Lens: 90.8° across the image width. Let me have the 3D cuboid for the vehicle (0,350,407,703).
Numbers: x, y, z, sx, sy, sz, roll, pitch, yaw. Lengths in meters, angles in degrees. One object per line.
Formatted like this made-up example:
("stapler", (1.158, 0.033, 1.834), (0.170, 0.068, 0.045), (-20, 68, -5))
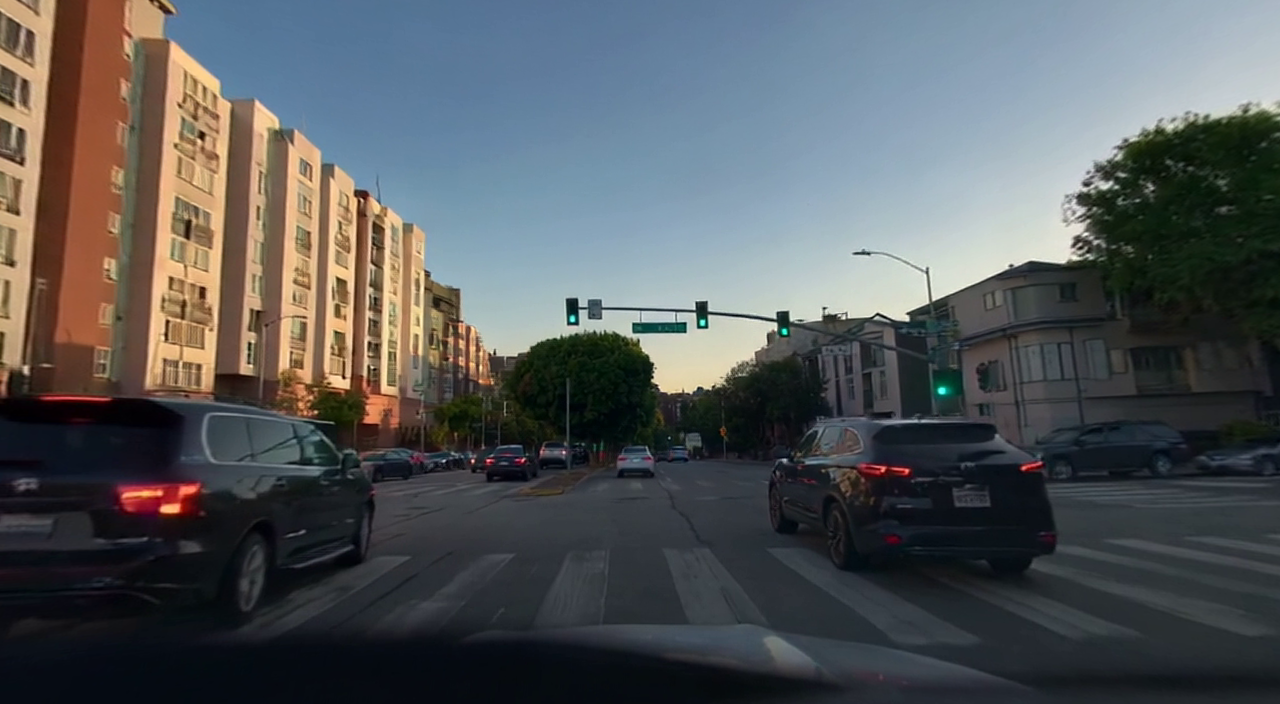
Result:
("vehicle", (-3.550, 1.246, 5.178), (2.031, 1.873, 4.581), (1, -8, -7))

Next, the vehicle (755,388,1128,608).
("vehicle", (3.019, 1.584, 7.838), (2.129, 1.844, 4.767), (0, -8, -2))

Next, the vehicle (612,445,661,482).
("vehicle", (-0.176, 4.921, 28.280), (2.059, 1.492, 4.033), (0, -8, -1))

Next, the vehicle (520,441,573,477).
("vehicle", (-5.102, 5.877, 35.081), (2.275, 1.816, 4.923), (0, -8, -1))

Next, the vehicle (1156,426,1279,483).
("vehicle", (17.784, 2.883, 17.989), (4.440, 1.504, 2.216), (1, -8, -7))

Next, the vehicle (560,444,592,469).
("vehicle", (-4.953, 8.102, 49.358), (2.009, 1.837, 5.590), (0, -8, -1))

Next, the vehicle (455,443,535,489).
("vehicle", (-5.638, 4.489, 25.187), (2.062, 1.532, 4.830), (-2, -9, 0))
